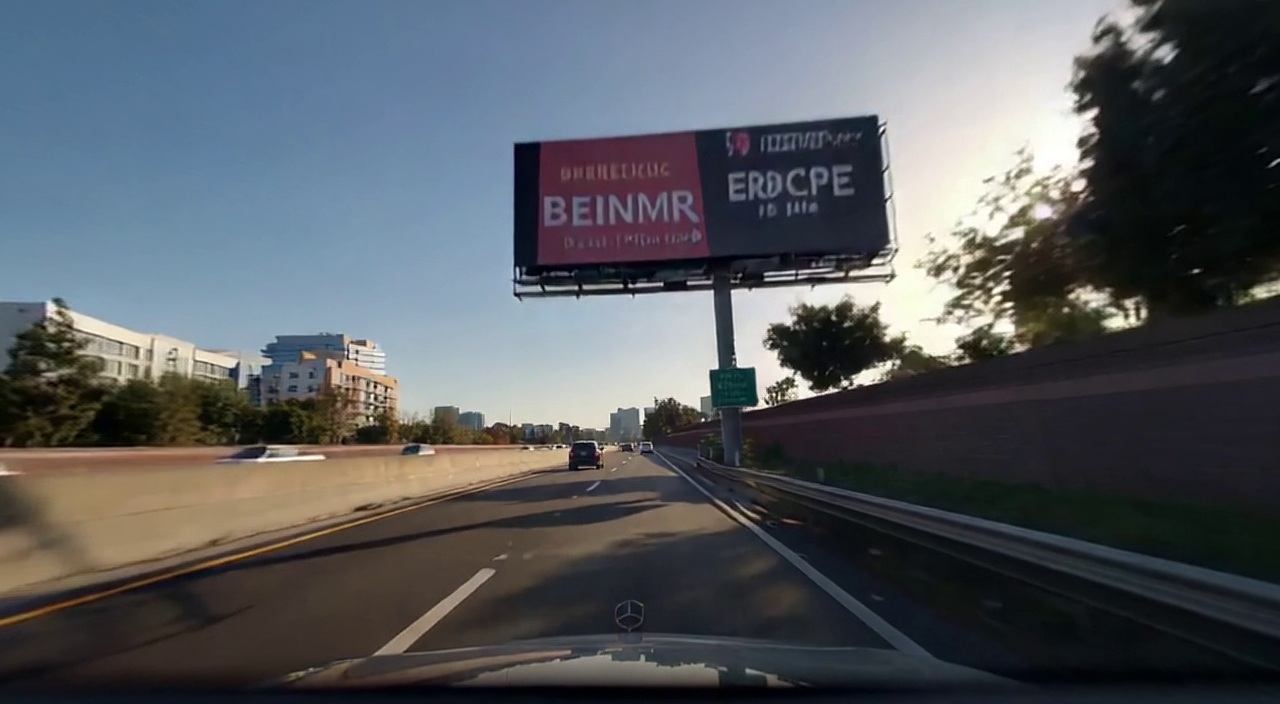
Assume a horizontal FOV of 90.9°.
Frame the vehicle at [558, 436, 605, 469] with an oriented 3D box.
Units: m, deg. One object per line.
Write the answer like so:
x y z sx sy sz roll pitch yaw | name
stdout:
-3.356 5.876 37.051 2.159 1.793 5.027 -1 -8 1 | vehicle

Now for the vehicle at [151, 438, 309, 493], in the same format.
-13.989 3.878 22.010 2.210 1.666 4.858 -1 -8 1 | vehicle

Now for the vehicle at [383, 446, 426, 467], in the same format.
-17.012 7.539 45.660 1.629 1.476 3.605 -1 -8 1 | vehicle
